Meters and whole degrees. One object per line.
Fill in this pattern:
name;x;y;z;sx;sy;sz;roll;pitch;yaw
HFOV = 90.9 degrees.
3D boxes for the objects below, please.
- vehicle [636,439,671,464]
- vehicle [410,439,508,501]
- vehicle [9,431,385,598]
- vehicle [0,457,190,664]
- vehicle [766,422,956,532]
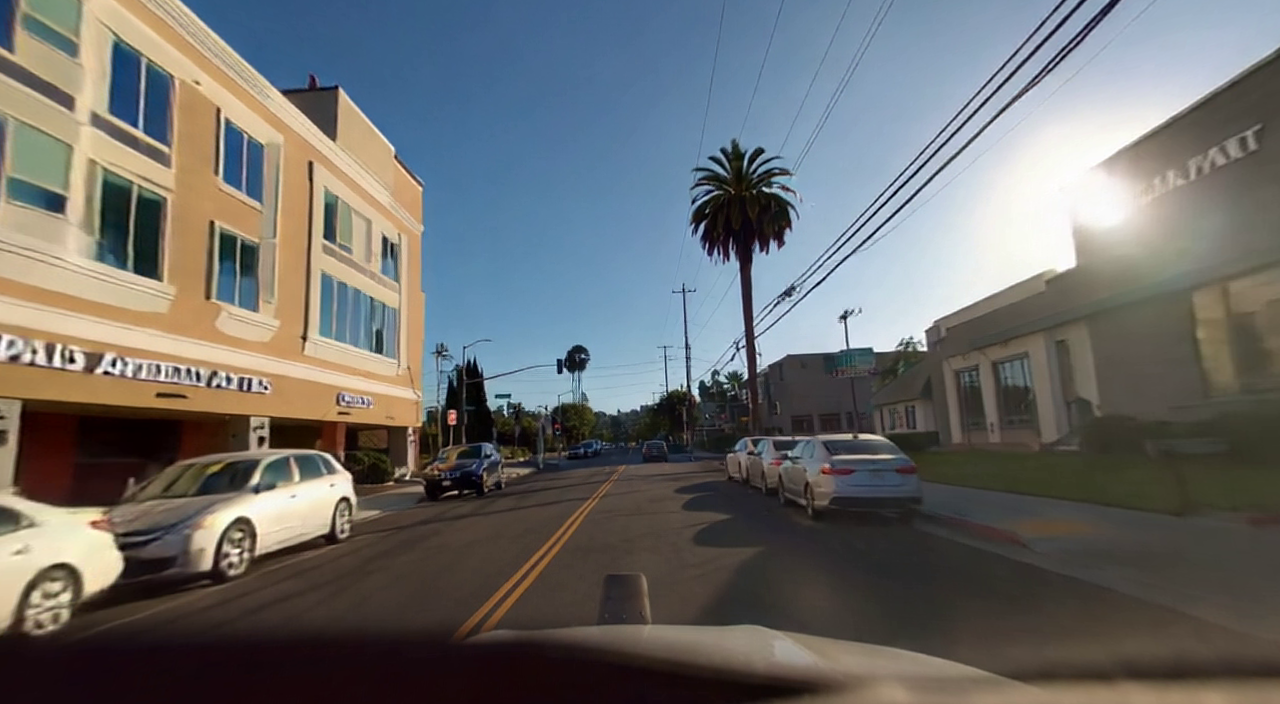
vehicle;0.812;6.438;41.018;2.125;1.524;4.404;0;-8;0
vehicle;-6.023;3.962;21.714;2.126;1.864;4.831;0;-8;-2
vehicle;-6.183;2.270;9.986;2.007;1.876;5.361;-1;-8;1
vehicle;-6.040;1.669;4.907;1.931;1.574;4.360;0;-8;-2
vehicle;3.732;2.204;11.766;1.948;1.607;4.873;-1;-8;2
